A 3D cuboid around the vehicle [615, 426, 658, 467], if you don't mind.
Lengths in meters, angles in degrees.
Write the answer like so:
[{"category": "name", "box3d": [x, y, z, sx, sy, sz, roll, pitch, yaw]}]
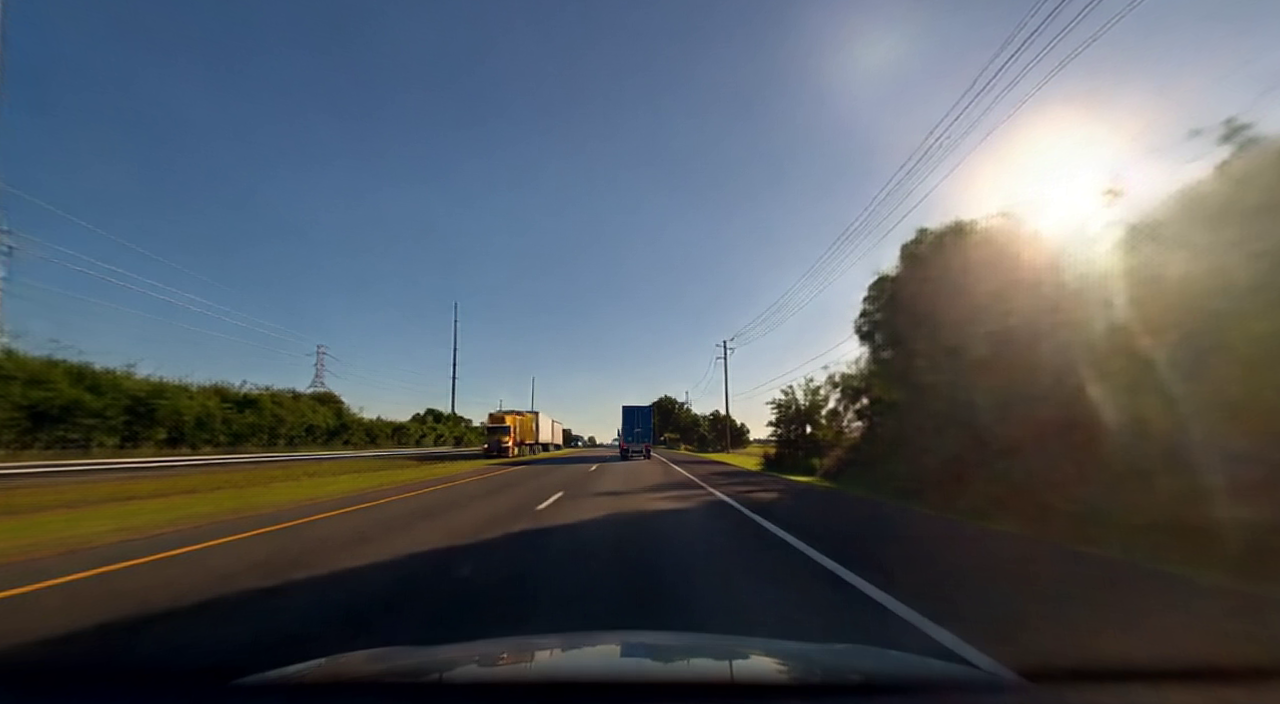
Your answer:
[{"category": "vehicle", "box3d": [-0.256, 5.285, 35.205, 2.240, 2.129, 4.480, 0, -8, -2]}]
